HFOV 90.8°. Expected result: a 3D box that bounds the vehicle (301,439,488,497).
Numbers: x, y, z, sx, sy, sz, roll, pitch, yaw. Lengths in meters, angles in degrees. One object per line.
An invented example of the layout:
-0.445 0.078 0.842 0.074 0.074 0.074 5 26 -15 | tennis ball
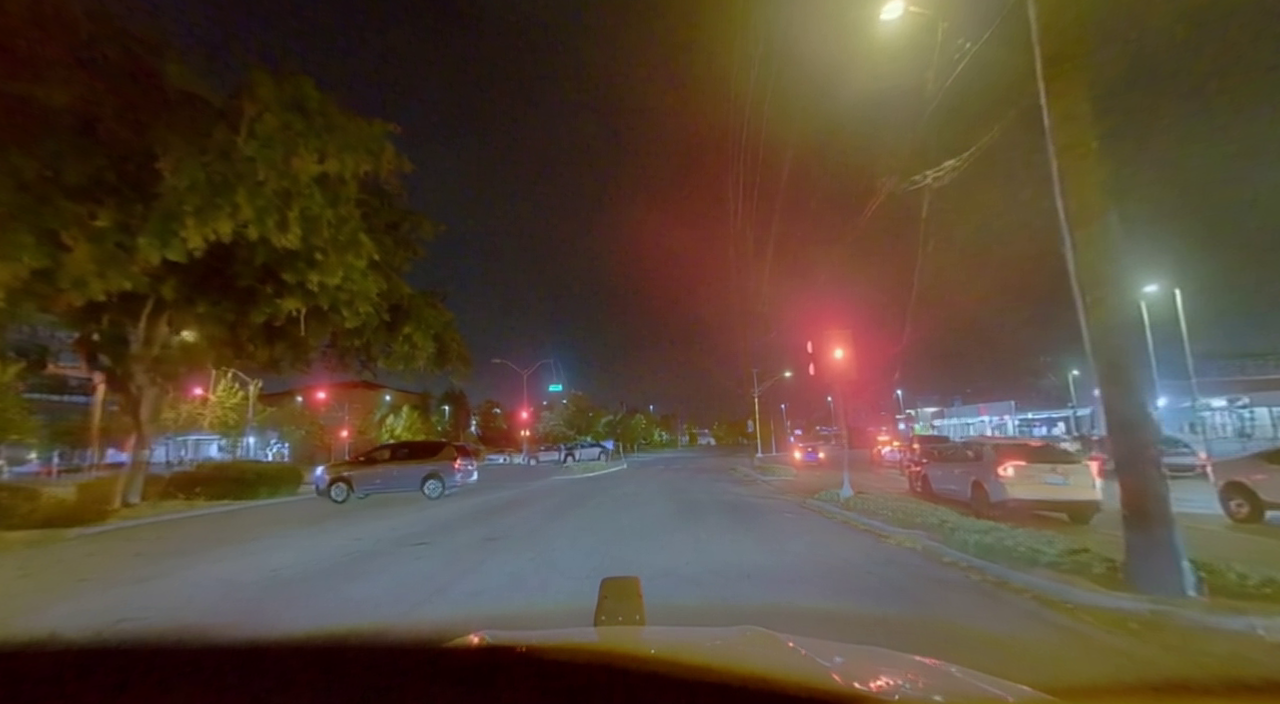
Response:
-6.626 3.165 17.386 4.376 1.476 1.791 -1 -8 2 | vehicle

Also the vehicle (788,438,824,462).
11.316 6.738 43.417 2.061 1.519 4.794 -2 -9 11 | vehicle

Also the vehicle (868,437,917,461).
16.517 6.364 41.510 1.951 1.491 4.359 -1 -9 8 | vehicle

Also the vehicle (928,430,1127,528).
7.035 2.301 12.098 1.867 1.479 4.452 -2 -9 13 | vehicle

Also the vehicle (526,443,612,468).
-4.362 6.385 39.052 4.792 1.468 2.116 -2 -9 14 | vehicle

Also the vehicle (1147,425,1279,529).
11.336 2.130 11.162 2.031 1.592 4.470 -3 -9 16 | vehicle
